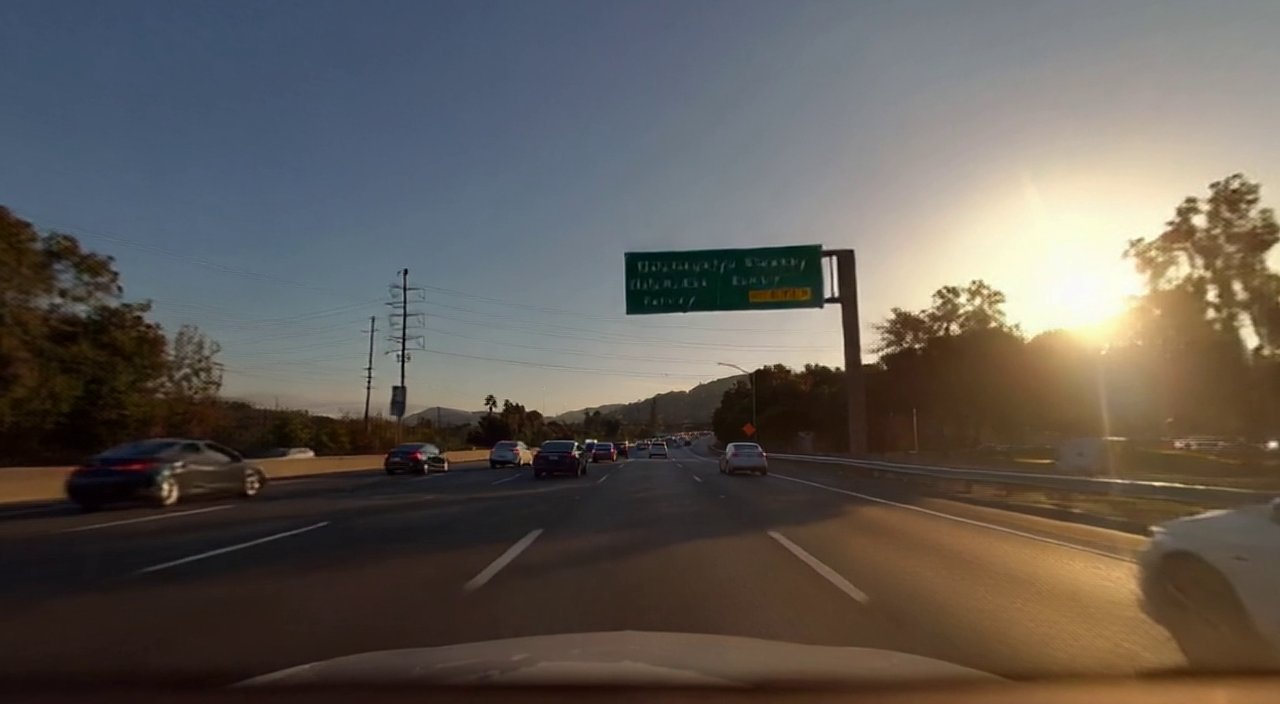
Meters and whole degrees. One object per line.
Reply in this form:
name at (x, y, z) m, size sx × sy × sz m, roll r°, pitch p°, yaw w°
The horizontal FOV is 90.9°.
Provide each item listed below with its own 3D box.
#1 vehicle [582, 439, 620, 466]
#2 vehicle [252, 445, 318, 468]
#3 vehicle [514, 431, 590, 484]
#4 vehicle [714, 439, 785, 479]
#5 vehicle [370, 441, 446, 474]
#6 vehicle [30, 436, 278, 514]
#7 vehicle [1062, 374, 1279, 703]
vehicle at (-2.519, 6.682, 42.211) m, size 2.133 × 1.668 × 4.505 m, roll 0°, pitch -8°, yaw 2°
vehicle at (-23.530, 6.925, 41.989) m, size 1.834 × 1.482 × 4.337 m, roll 0°, pitch -8°, yaw 1°
vehicle at (-3.130, 3.873, 23.454) m, size 2.133 × 1.775 × 4.530 m, roll 0°, pitch -8°, yaw 1°
vehicle at (4.394, 4.378, 26.073) m, size 2.022 × 1.472 × 4.678 m, roll 0°, pitch -8°, yaw -1°
vehicle at (-11.042, 5.039, 30.417) m, size 1.877 × 1.458 × 4.543 m, roll 0°, pitch -8°, yaw 1°
vehicle at (-10.726, 2.711, 14.523) m, size 1.926 × 1.479 × 4.688 m, roll 0°, pitch -8°, yaw 1°
vehicle at (3.742, 0.761, 1.812) m, size 2.036 × 1.580 × 4.360 m, roll 0°, pitch -8°, yaw 0°
